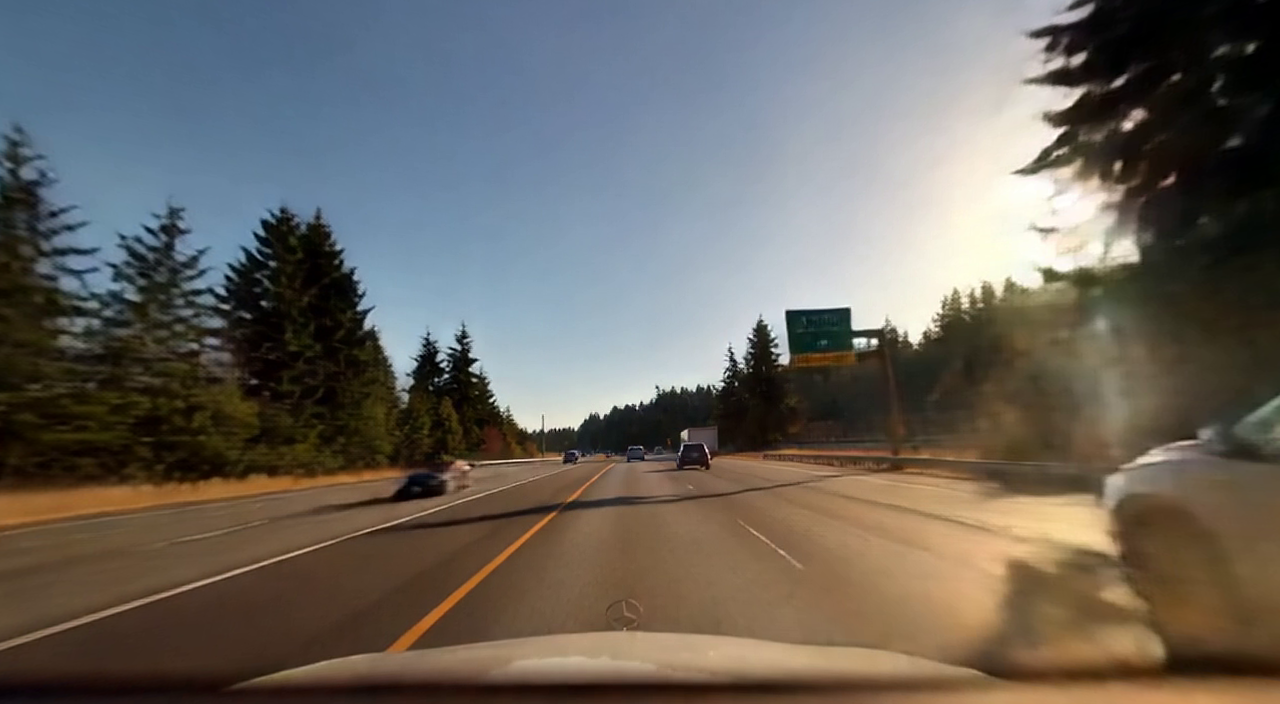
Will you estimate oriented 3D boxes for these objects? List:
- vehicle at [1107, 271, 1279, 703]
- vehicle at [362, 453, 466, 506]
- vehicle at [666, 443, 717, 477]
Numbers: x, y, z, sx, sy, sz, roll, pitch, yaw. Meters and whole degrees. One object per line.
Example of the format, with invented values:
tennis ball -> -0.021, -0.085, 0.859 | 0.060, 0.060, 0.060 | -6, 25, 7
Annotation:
vehicle -> 3.735, 0.433, 1.208 | 1.981, 1.984, 4.623 | 0, -9, -1
vehicle -> -7.158, 4.041, 20.387 | 1.941, 1.469, 4.011 | 0, -9, -1
vehicle -> 2.613, 5.653, 33.227 | 2.123, 1.620, 4.959 | 0, -9, -1
